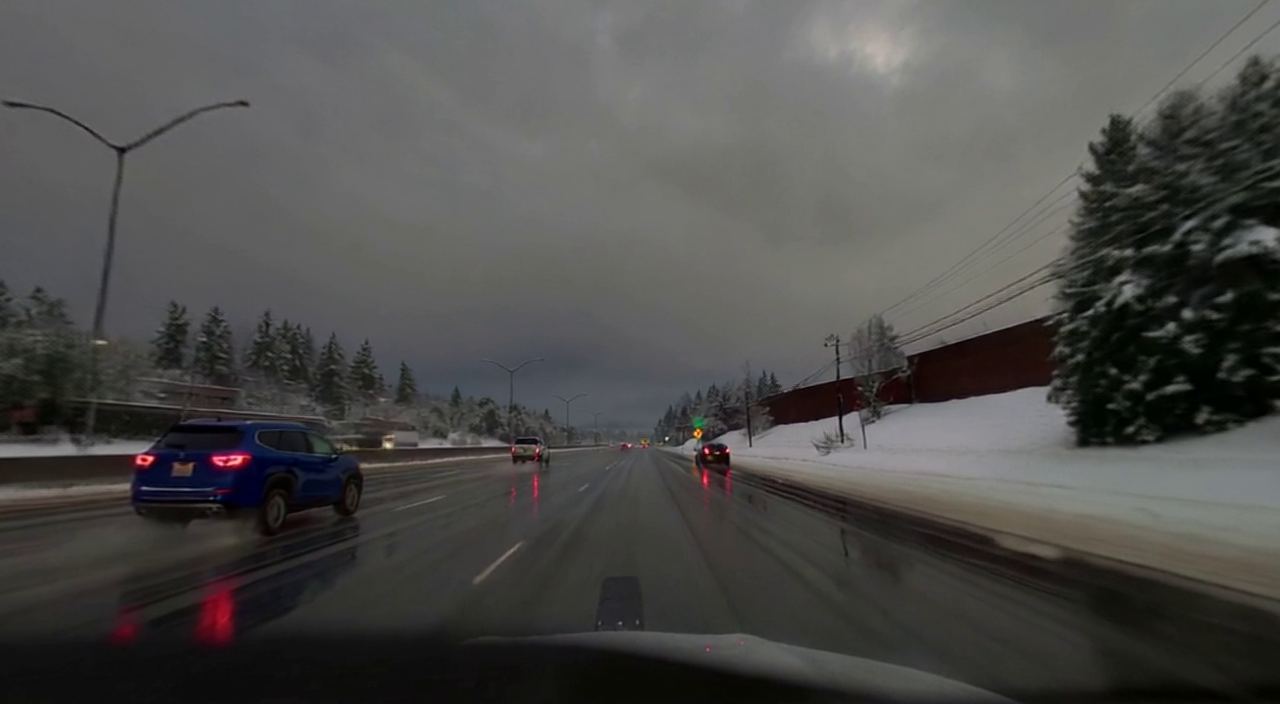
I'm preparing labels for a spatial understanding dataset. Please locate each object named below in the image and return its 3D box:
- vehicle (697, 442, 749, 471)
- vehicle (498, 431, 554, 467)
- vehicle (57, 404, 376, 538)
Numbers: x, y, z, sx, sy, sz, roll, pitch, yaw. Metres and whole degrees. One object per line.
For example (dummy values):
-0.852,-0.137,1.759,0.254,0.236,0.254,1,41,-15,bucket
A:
4.645,5.938,35.989,2.251,1.520,4.550,1,-9,-1,vehicle
-6.471,5.578,36.248,2.255,1.934,4.868,0,-9,0,vehicle
-6.446,1.882,10.475,2.058,1.698,4.567,0,-9,0,vehicle
